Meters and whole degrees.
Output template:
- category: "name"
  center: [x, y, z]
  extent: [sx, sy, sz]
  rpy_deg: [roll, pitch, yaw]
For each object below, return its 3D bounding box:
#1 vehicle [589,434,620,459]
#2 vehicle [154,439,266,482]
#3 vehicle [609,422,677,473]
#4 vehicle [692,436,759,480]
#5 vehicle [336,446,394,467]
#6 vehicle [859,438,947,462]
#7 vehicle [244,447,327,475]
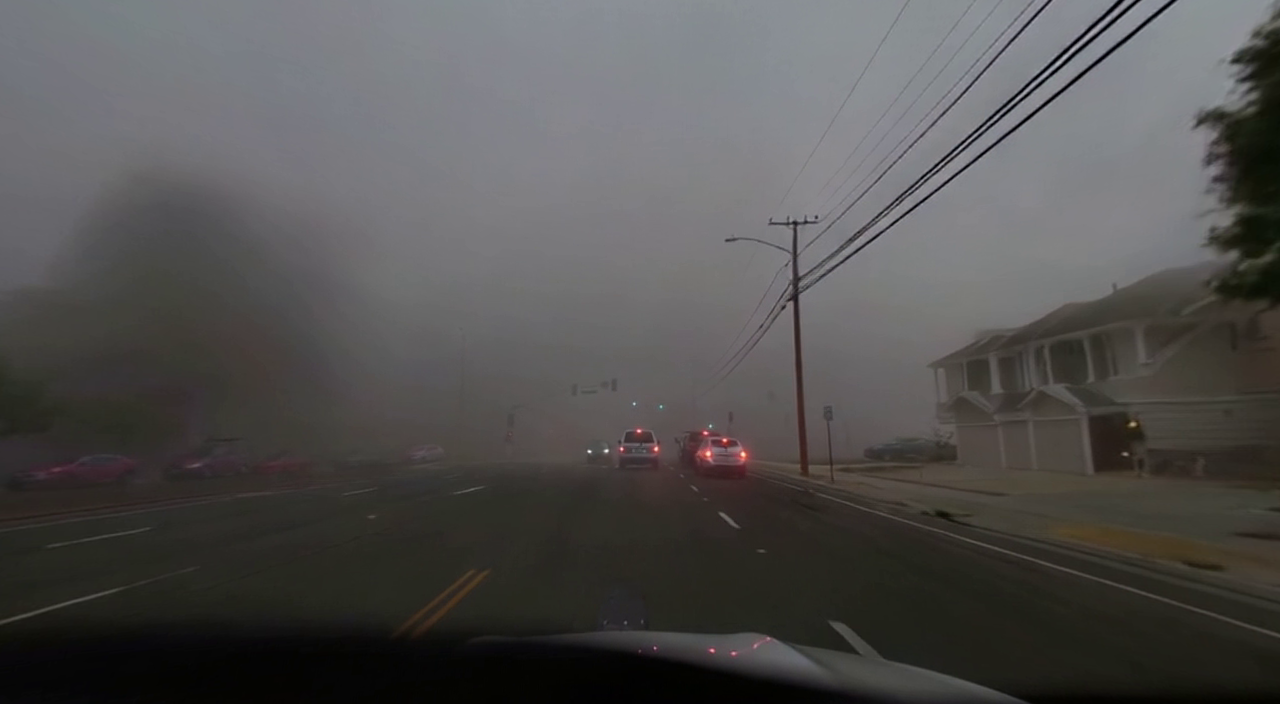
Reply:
- category: "vehicle"
  center: [-2.738, 7.463, 49.620]
  extent: [1.999, 1.864, 4.279]
  rpy_deg: [0, -9, 2]
- category: "vehicle"
  center: [-20.124, 5.077, 29.785]
  extent: [2.046, 1.874, 4.448]
  rpy_deg: [0, -9, 2]
- category: "vehicle"
  center: [0.135, 4.335, 28.558]
  extent: [2.769, 2.087, 5.130]
  rpy_deg: [0, -9, 0]
- category: "vehicle"
  center: [3.159, 4.008, 24.056]
  extent: [2.002, 1.511, 4.124]
  rpy_deg: [0, -9, 0]
- category: "vehicle"
  center: [-19.811, 7.535, 45.622]
  extent: [1.891, 1.460, 4.681]
  rpy_deg: [0, -9, 2]
- category: "vehicle"
  center: [16.505, 6.178, 39.676]
  extent: [4.671, 1.495, 1.900]
  rpy_deg: [-1, -9, 3]
- category: "vehicle"
  center: [-19.861, 6.099, 35.564]
  extent: [1.866, 1.471, 4.770]
  rpy_deg: [0, -9, 1]
